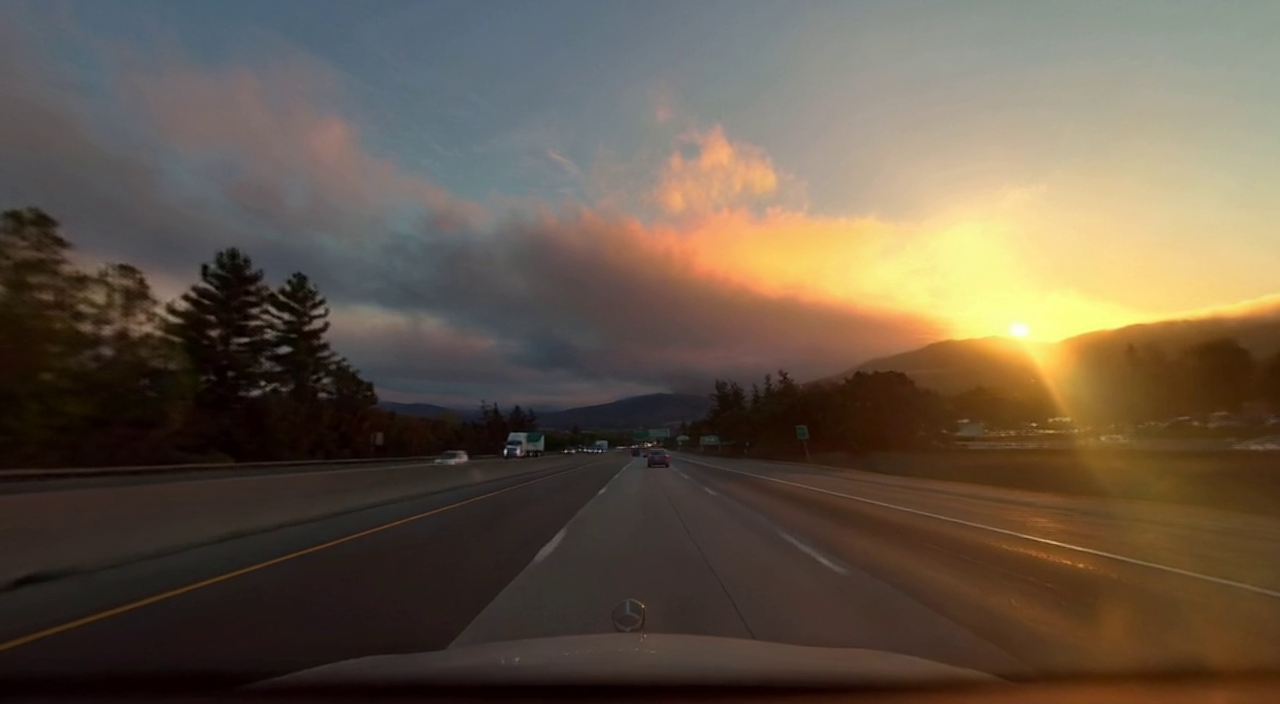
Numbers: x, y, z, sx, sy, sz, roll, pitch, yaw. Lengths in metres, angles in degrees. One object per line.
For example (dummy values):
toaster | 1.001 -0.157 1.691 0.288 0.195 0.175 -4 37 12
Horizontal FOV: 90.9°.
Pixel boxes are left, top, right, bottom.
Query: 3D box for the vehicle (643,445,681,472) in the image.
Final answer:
vehicle | 1.336 6.742 40.075 2.231 1.652 4.503 0 -9 -1
